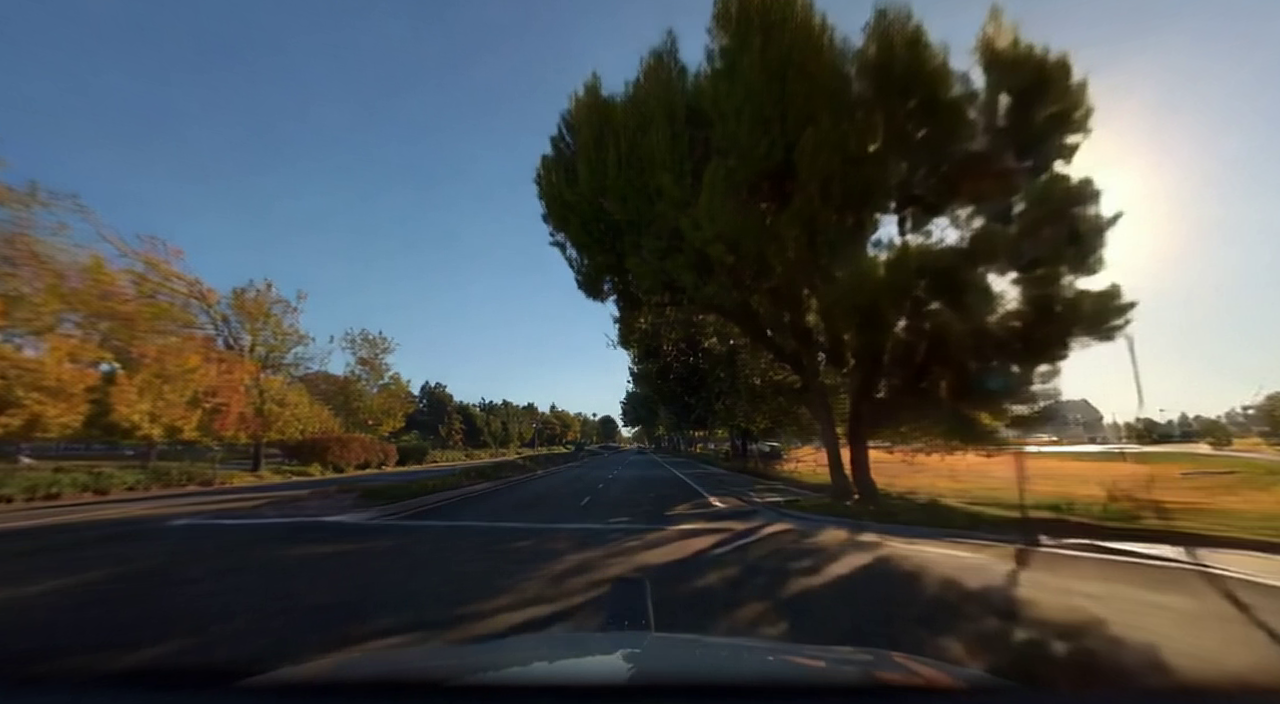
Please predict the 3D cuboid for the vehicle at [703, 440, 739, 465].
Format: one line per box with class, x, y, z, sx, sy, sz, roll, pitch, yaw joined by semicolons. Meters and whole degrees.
vehicle;5.853;7.346;46.166;2.057;1.688;4.596;0;-8;0
